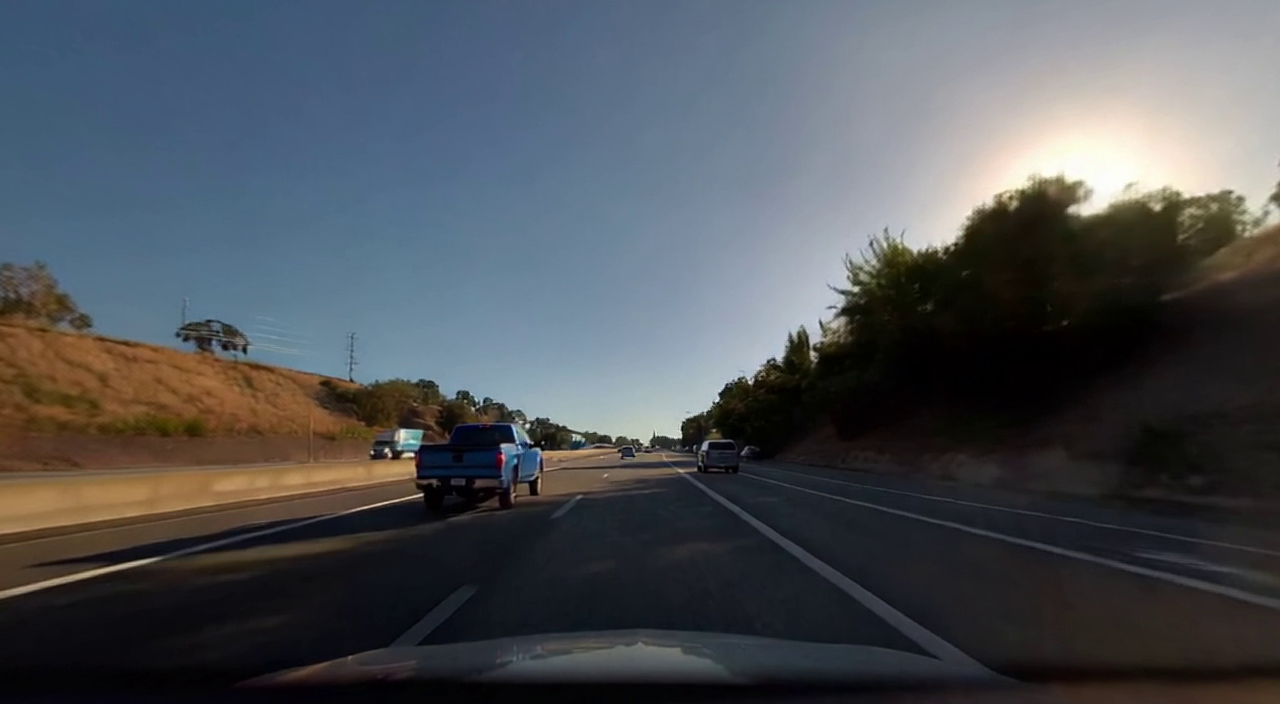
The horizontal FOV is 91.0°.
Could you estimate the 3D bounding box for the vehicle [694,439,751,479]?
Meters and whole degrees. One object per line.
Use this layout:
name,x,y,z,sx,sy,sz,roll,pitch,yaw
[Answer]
vehicle,3.687,4.877,29.005,2.095,1.668,4.135,0,-9,0

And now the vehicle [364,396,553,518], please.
vehicle,-3.748,2.399,14.718,2.496,2.203,6.317,0,-9,0
